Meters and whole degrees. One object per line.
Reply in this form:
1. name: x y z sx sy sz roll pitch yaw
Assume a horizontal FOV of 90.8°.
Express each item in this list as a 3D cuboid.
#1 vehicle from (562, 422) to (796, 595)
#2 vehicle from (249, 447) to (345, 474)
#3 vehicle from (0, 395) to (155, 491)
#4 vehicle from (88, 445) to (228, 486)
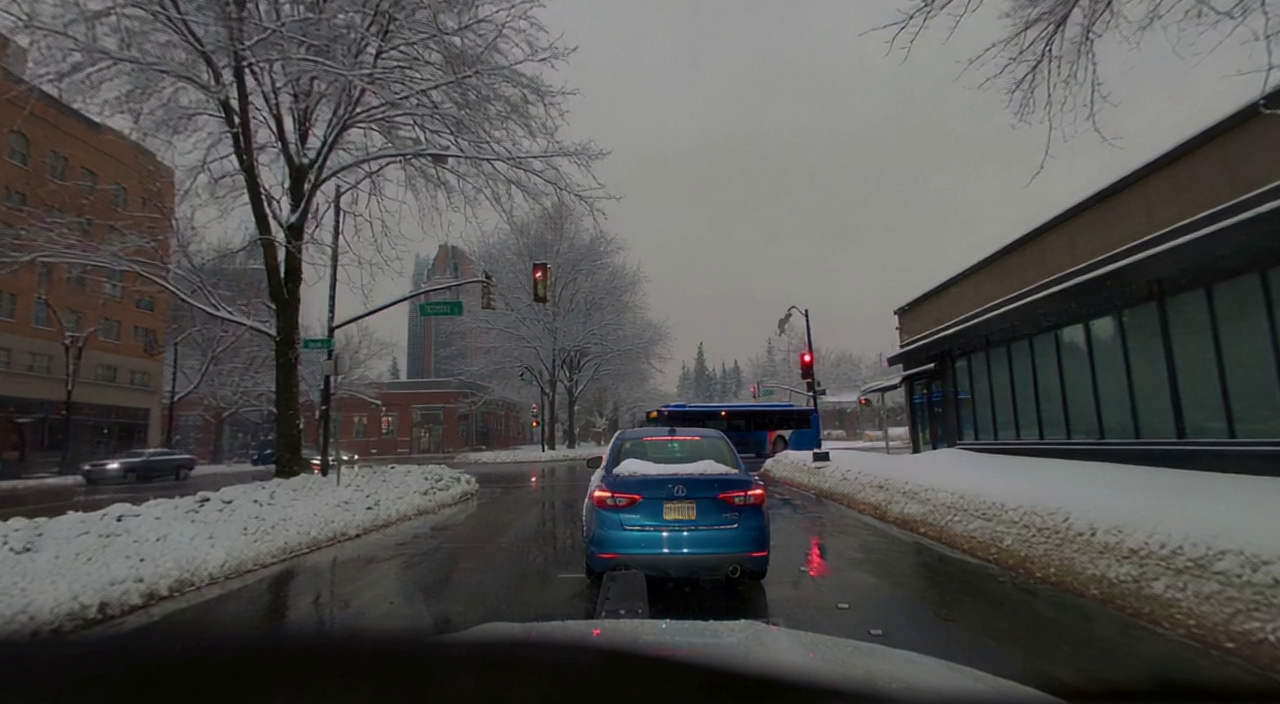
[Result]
1. vehicle: 0.370 1.633 7.400 2.006 1.470 3.799 0 -8 1
2. vehicle: -20.261 6.384 37.597 1.883 1.461 4.830 -4 -9 23
3. vehicle: -25.937 3.649 25.339 2.692 3.685 10.153 -3 -9 20
4. vehicle: -21.335 4.998 28.234 1.892 1.645 4.561 -3 -9 21
